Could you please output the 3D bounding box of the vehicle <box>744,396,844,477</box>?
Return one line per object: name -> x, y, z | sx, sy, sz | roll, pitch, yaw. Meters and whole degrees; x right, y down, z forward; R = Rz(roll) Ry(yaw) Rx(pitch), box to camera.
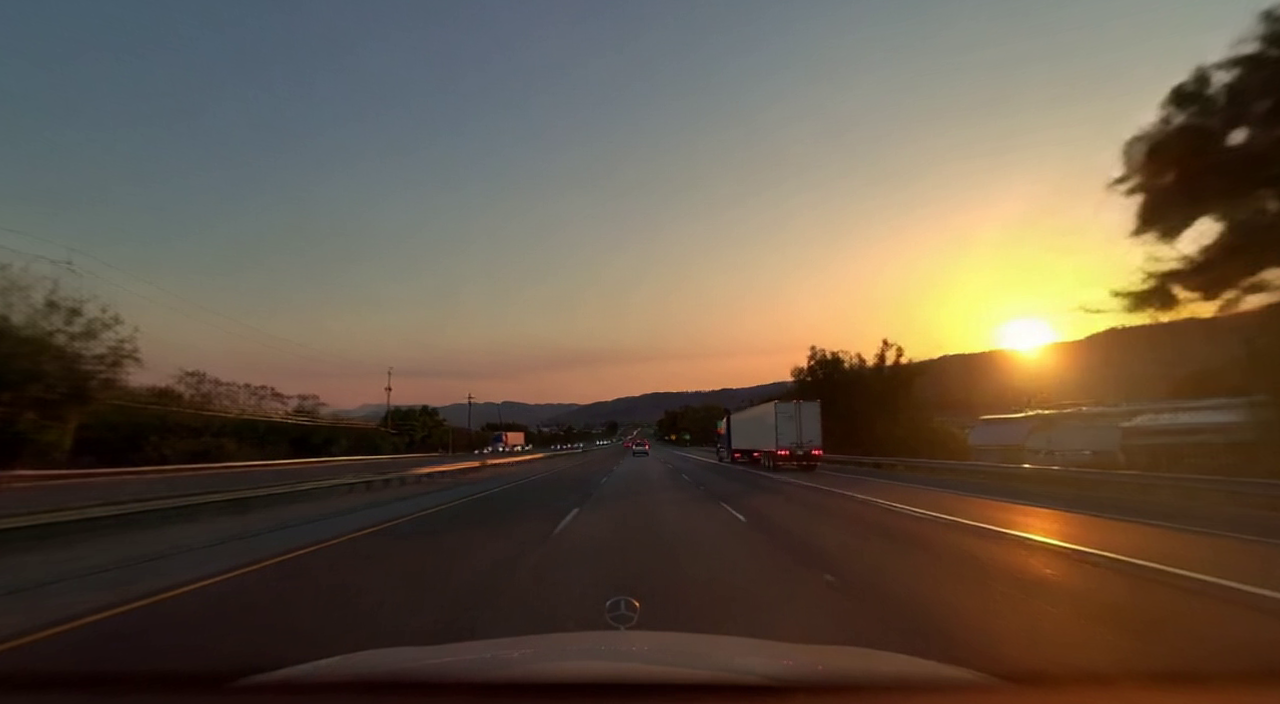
vehicle -> 6.831, 3.962, 29.390 | 2.793, 3.204, 7.997 | 0, -8, 1
